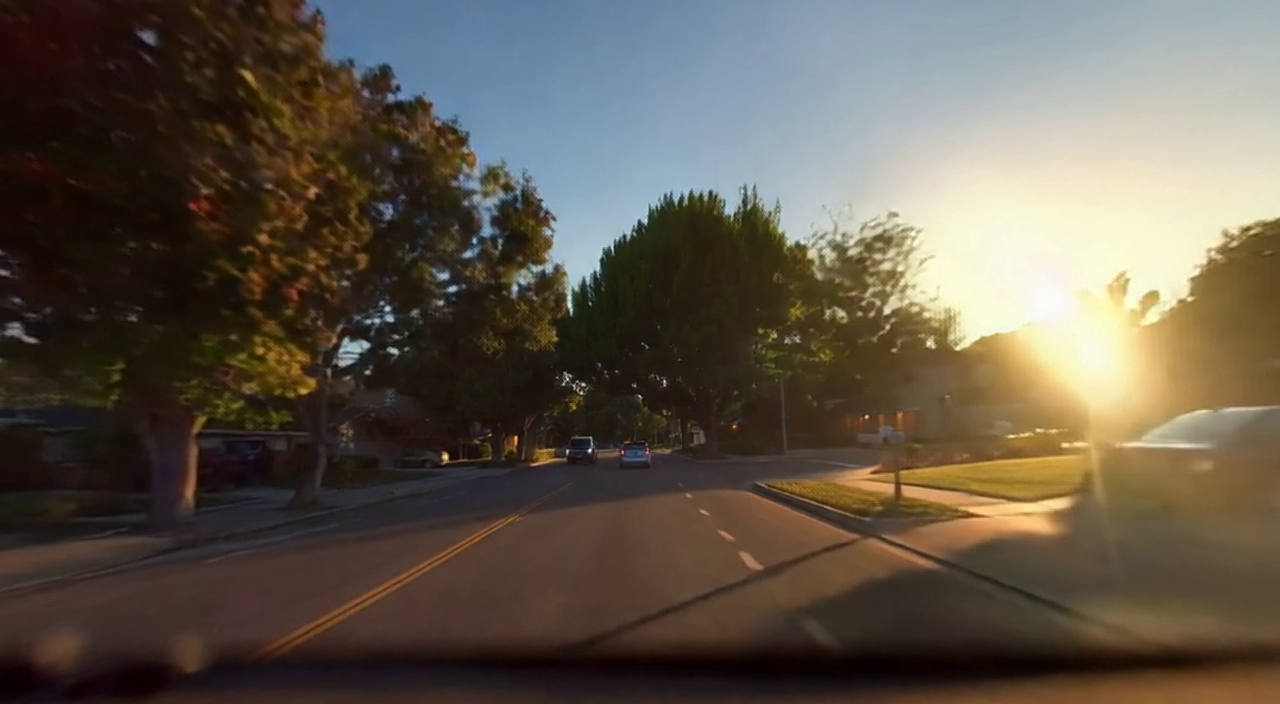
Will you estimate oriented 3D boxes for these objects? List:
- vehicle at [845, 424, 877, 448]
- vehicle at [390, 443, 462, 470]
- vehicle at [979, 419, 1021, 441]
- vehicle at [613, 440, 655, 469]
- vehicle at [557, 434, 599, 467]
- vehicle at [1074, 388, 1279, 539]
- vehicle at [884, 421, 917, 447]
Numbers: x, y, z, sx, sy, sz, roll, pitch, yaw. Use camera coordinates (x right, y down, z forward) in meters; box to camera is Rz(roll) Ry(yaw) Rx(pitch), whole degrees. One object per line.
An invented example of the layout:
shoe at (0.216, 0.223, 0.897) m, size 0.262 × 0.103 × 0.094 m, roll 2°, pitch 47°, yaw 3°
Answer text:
vehicle at (16.891, 6.388, 48.150) m, size 1.979 × 1.434 × 4.607 m, roll -7°, pitch -7°, yaw 21°
vehicle at (-15.028, 7.354, 44.512) m, size 4.223 × 1.753 × 2.134 m, roll 0°, pitch -8°, yaw 6°
vehicle at (25.225, 5.454, 44.349) m, size 1.603 × 1.430 × 3.662 m, roll -3°, pitch -6°, yaw 15°
vehicle at (-0.335, 5.471, 33.860) m, size 2.098 × 1.483 × 4.099 m, roll 0°, pitch -9°, yaw -1°
vehicle at (-4.492, 7.247, 46.740) m, size 2.451 × 2.182 × 5.485 m, roll -3°, pitch -9°, yaw 1°
vehicle at (8.701, 1.188, 8.069) m, size 4.740 × 1.467 × 2.074 m, roll -6°, pitch -8°, yaw -4°
vehicle at (19.506, 6.138, 47.371) m, size 2.114 × 1.677 × 4.707 m, roll -5°, pitch -6°, yaw 22°
